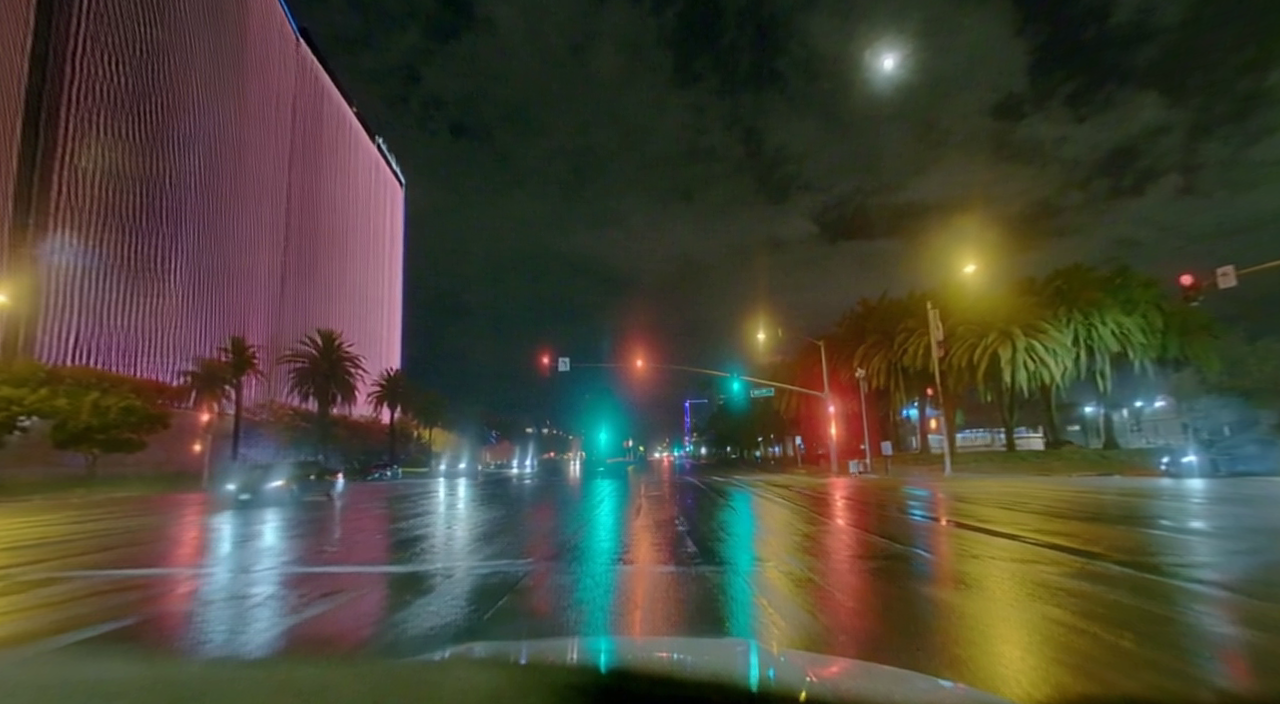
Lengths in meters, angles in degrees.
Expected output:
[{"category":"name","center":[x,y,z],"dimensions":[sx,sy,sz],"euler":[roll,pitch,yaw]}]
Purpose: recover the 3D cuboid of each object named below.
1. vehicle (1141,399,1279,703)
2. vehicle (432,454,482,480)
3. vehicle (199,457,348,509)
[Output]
[{"category":"vehicle","center":[3.220,0.607,0.169],"dimensions":[2.106,1.472,4.854],"euler":[0,-9,-1]},{"category":"vehicle","center":[-12.349,7.750,42.894],"dimensions":[2.038,1.624,4.292],"euler":[0,-9,1]},{"category":"vehicle","center":[-12.371,4.422,21.820],"dimensions":[2.145,1.504,4.857],"euler":[0,-9,1]}]
